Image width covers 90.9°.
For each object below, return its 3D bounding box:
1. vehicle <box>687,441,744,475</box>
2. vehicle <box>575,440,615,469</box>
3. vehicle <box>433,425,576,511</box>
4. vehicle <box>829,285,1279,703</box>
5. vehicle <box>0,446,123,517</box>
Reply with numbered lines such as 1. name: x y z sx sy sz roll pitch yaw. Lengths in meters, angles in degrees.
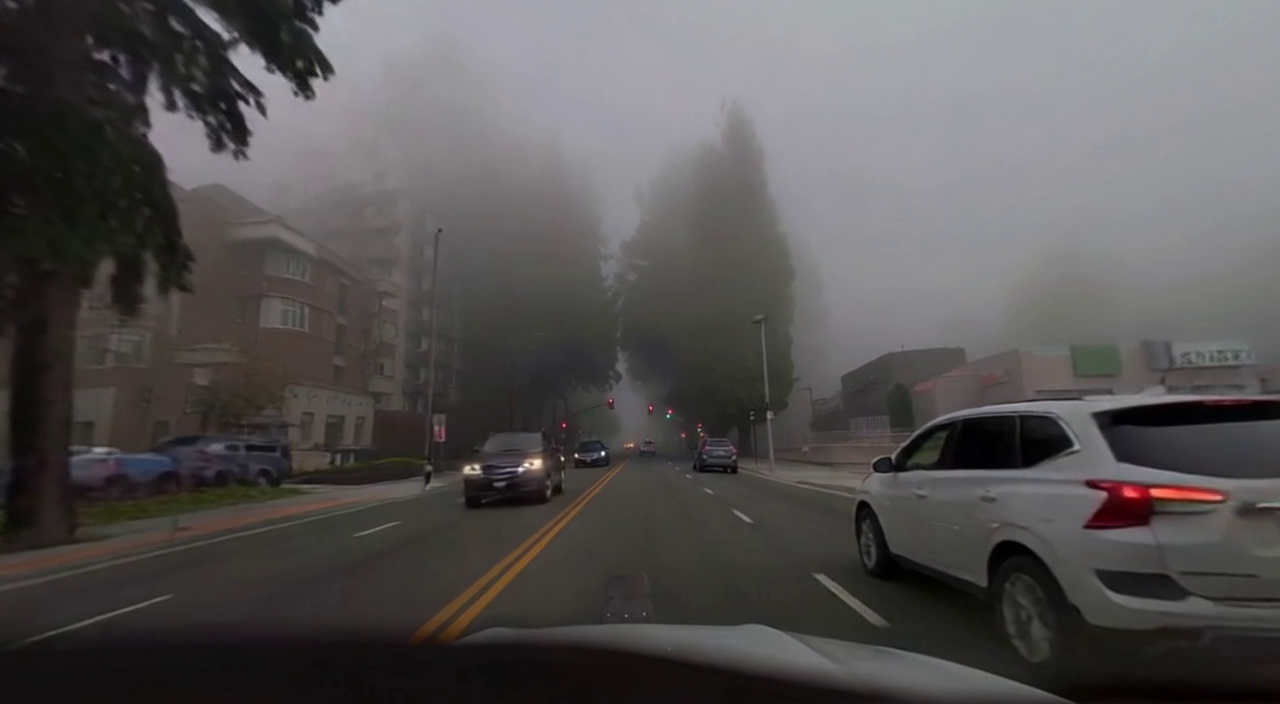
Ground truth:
1. vehicle: 3.468 4.977 29.919 2.072 1.471 4.834 0 -8 -1
2. vehicle: -2.657 6.214 38.476 2.109 1.681 4.417 0 -8 0
3. vehicle: -3.338 3.038 17.253 2.304 1.886 6.516 0 -8 2
4. vehicle: 3.277 1.068 4.544 2.251 1.861 5.144 0 -8 0
5. vehicle: -14.489 2.865 14.075 4.318 1.483 1.994 8 -11 -42
